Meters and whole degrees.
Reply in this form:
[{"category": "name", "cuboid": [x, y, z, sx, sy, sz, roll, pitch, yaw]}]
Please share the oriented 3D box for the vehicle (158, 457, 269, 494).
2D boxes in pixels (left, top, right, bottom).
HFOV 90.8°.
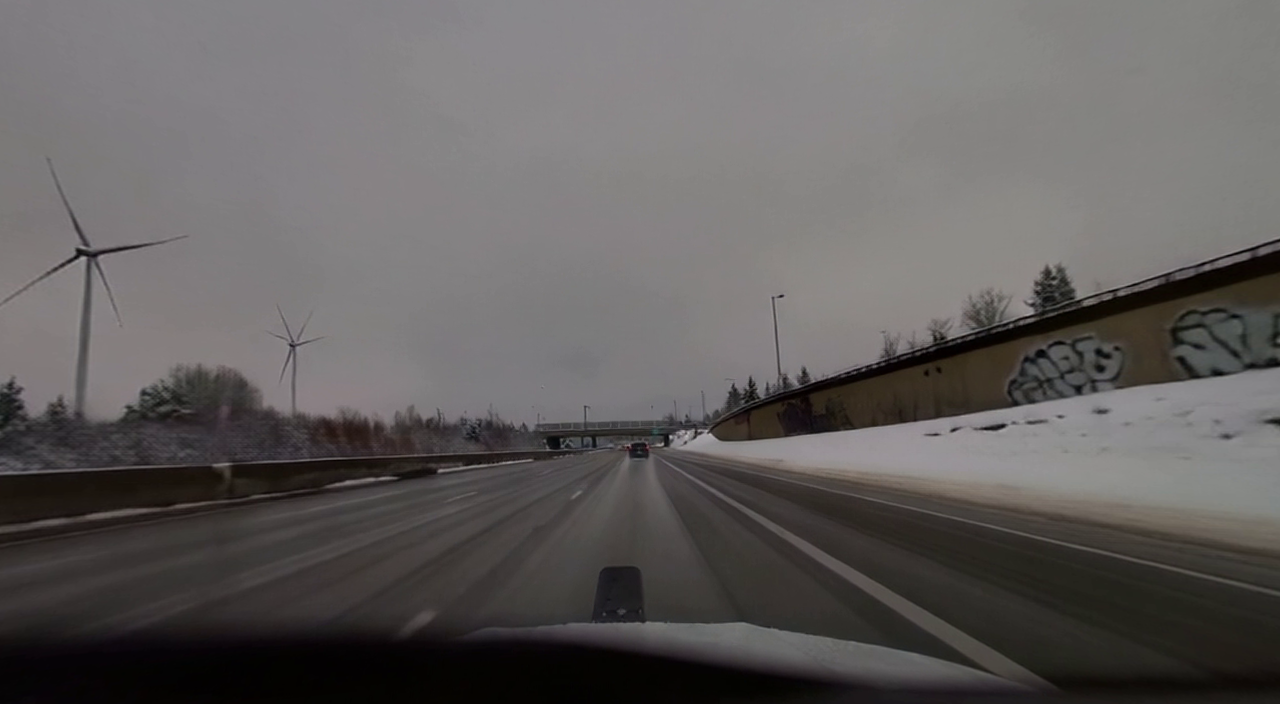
[{"category": "vehicle", "cuboid": [-18.695, 5.399, 27.950, 1.852, 1.456, 4.382, 0, -9, 0]}]
